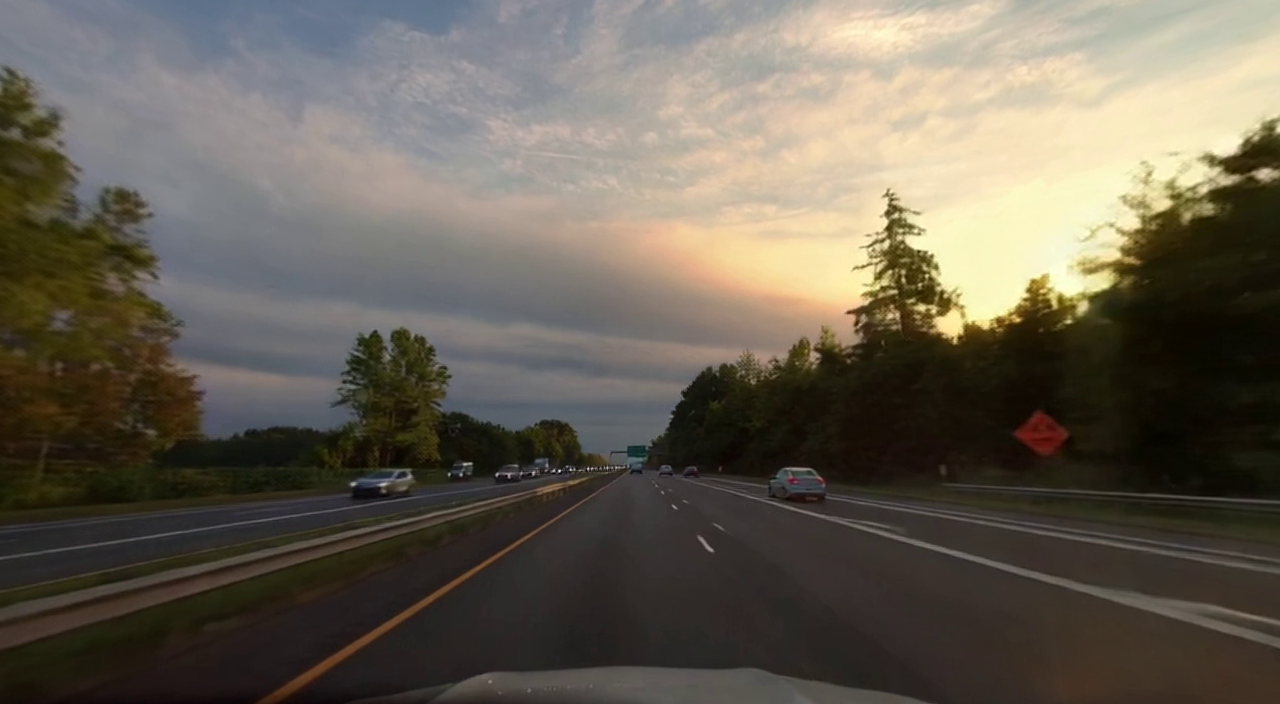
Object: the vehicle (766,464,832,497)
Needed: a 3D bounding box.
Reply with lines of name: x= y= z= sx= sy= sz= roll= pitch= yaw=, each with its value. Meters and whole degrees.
vehicle: x=7.730 y=6.303 z=31.092 sx=2.024 sy=1.476 sz=4.352 roll=1 pitch=-10 yaw=-1
